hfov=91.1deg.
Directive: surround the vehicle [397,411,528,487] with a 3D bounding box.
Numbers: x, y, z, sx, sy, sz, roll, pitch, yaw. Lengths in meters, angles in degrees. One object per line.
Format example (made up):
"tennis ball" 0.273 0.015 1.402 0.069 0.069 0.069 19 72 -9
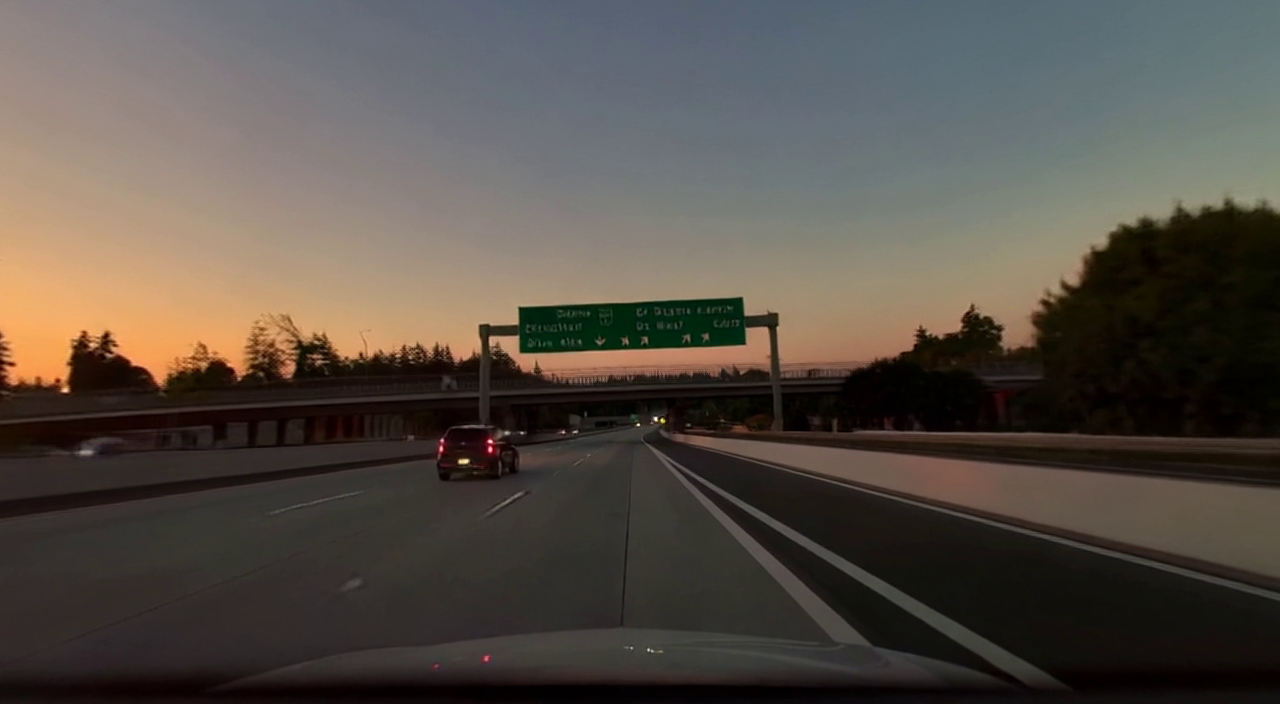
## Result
"vehicle" -4.491 2.546 16.820 2.153 1.730 4.772 0 -8 -1
